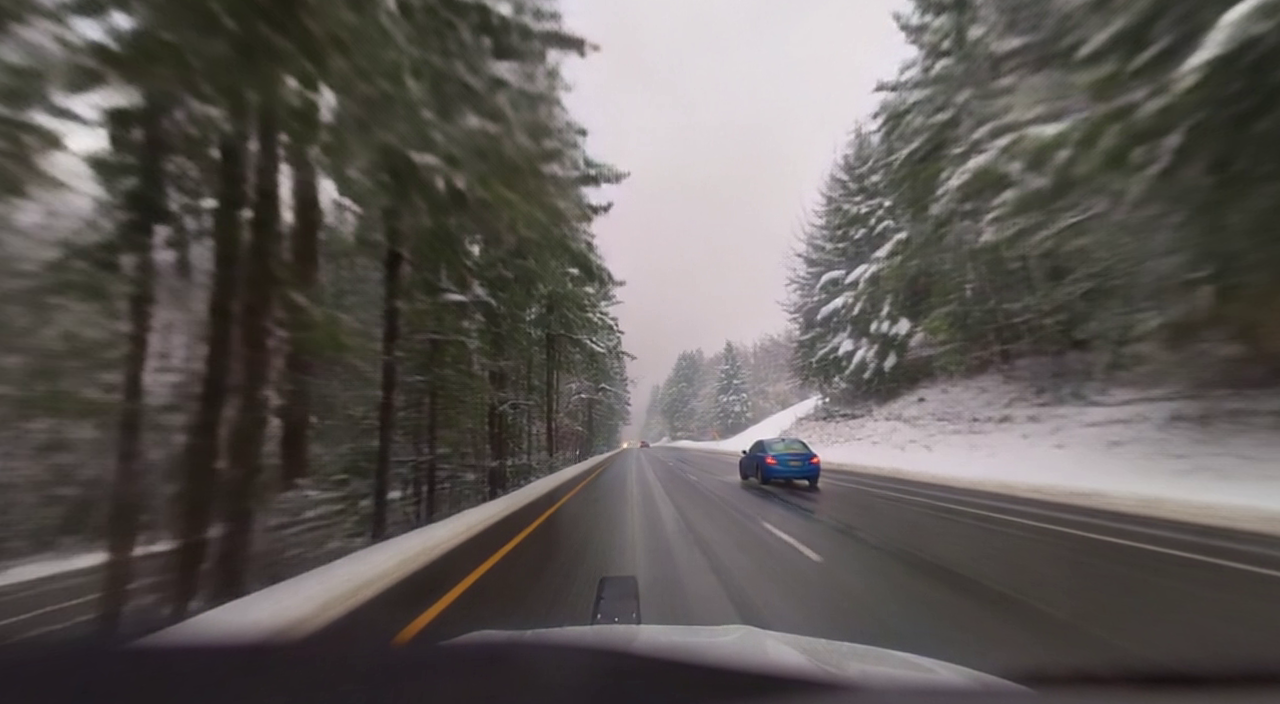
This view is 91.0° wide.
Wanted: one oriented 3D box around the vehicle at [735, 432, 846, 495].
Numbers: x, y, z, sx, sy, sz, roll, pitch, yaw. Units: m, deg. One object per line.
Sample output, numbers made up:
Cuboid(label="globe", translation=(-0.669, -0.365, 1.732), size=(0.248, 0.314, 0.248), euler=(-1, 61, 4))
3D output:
Cuboid(label="vehicle", translation=(4.129, 3.114, 18.094), size=(1.905, 1.525, 4.719), euler=(0, -8, -1))
